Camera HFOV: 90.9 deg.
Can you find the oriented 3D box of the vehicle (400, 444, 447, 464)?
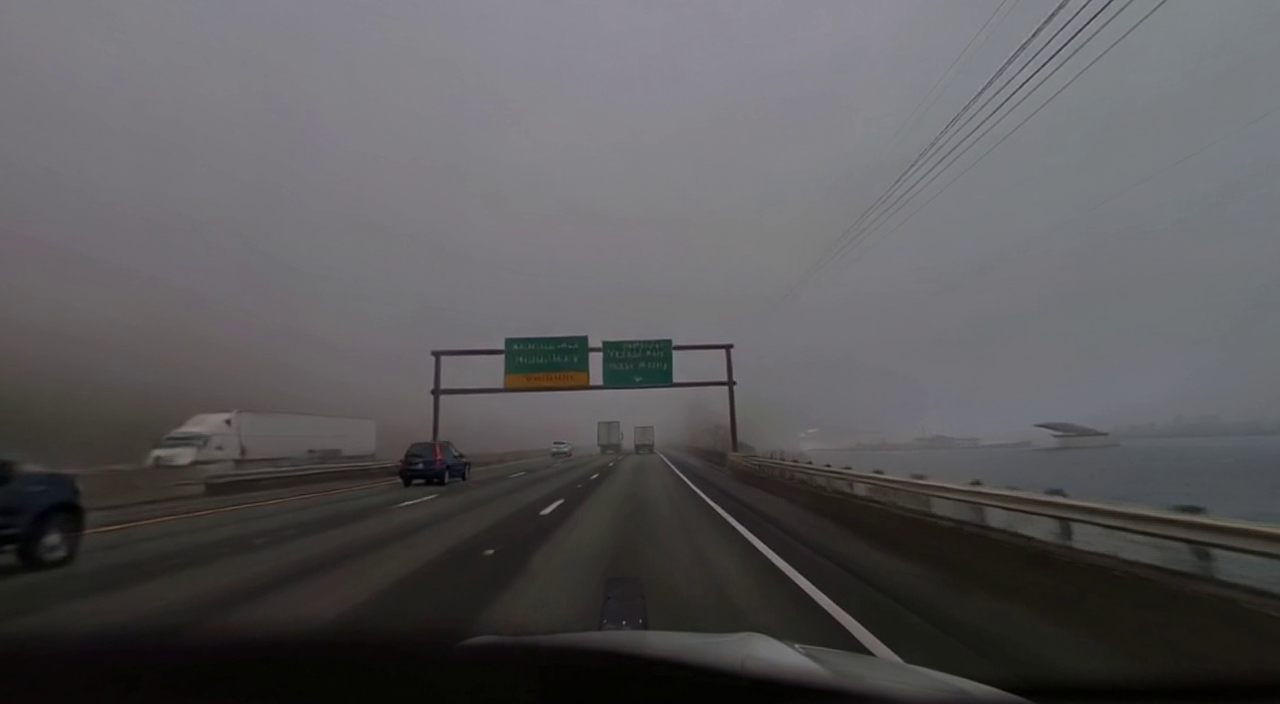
[{"bbox_3d":[-16.818,7.934,49.275,1.936,1.528,4.637,0,-8,1],"label":"vehicle"}]

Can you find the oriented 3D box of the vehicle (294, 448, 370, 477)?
[{"bbox_3d":[-17.073,6.114,35.225,1.913,1.453,4.489,0,-8,1],"label":"vehicle"}]

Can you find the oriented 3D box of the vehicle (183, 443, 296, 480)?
[{"bbox_3d":[-20.835,5.697,33.191,2.160,1.758,5.659,0,-8,1],"label":"vehicle"}]

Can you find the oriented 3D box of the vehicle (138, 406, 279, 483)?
[{"bbox_3d":[-24.713,5.377,36.705,3.028,4.023,7.008,0,-8,1],"label":"vehicle"}]
